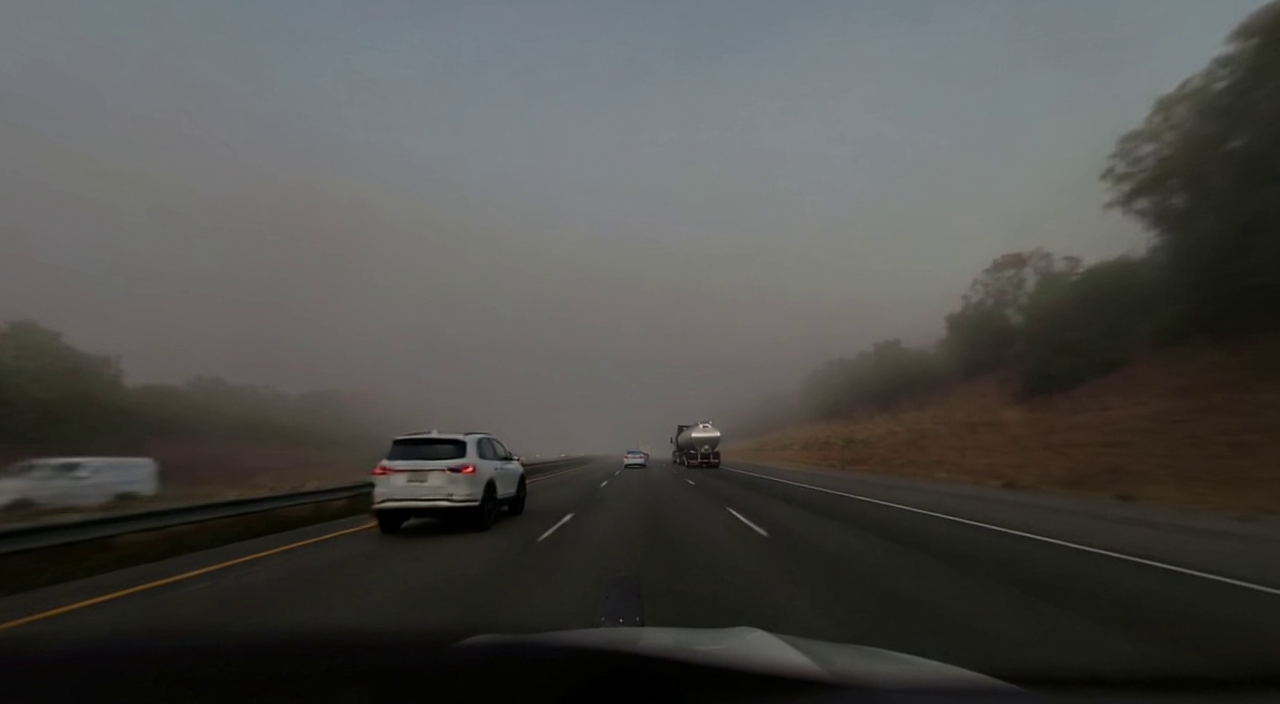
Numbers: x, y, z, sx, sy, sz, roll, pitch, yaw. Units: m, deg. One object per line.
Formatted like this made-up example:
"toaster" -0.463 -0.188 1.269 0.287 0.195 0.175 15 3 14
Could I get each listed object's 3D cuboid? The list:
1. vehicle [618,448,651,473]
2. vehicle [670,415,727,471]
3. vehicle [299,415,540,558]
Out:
"vehicle" -0.332 7.005 40.921 2.013 1.498 3.908 0 -9 0
"vehicle" 4.130 6.978 48.096 2.889 3.606 13.832 0 -9 -1
"vehicle" -3.196 2.079 10.468 2.258 1.805 4.665 0 -9 1
